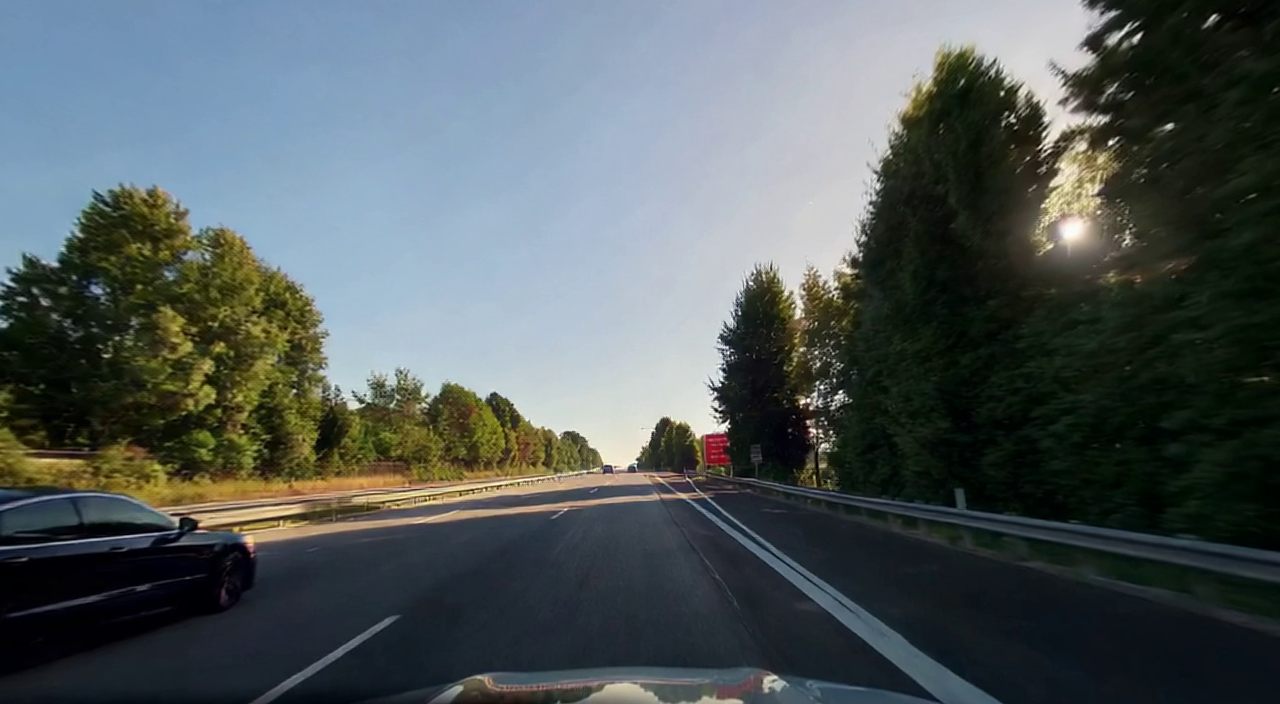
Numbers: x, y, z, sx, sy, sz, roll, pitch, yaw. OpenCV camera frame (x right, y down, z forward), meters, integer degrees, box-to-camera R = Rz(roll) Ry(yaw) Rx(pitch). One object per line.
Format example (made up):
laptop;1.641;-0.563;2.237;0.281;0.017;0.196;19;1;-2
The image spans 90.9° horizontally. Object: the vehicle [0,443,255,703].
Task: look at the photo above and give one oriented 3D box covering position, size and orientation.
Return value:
vehicle;-4.258;1.105;2.769;2.183;1.435;4.653;1;-10;0
